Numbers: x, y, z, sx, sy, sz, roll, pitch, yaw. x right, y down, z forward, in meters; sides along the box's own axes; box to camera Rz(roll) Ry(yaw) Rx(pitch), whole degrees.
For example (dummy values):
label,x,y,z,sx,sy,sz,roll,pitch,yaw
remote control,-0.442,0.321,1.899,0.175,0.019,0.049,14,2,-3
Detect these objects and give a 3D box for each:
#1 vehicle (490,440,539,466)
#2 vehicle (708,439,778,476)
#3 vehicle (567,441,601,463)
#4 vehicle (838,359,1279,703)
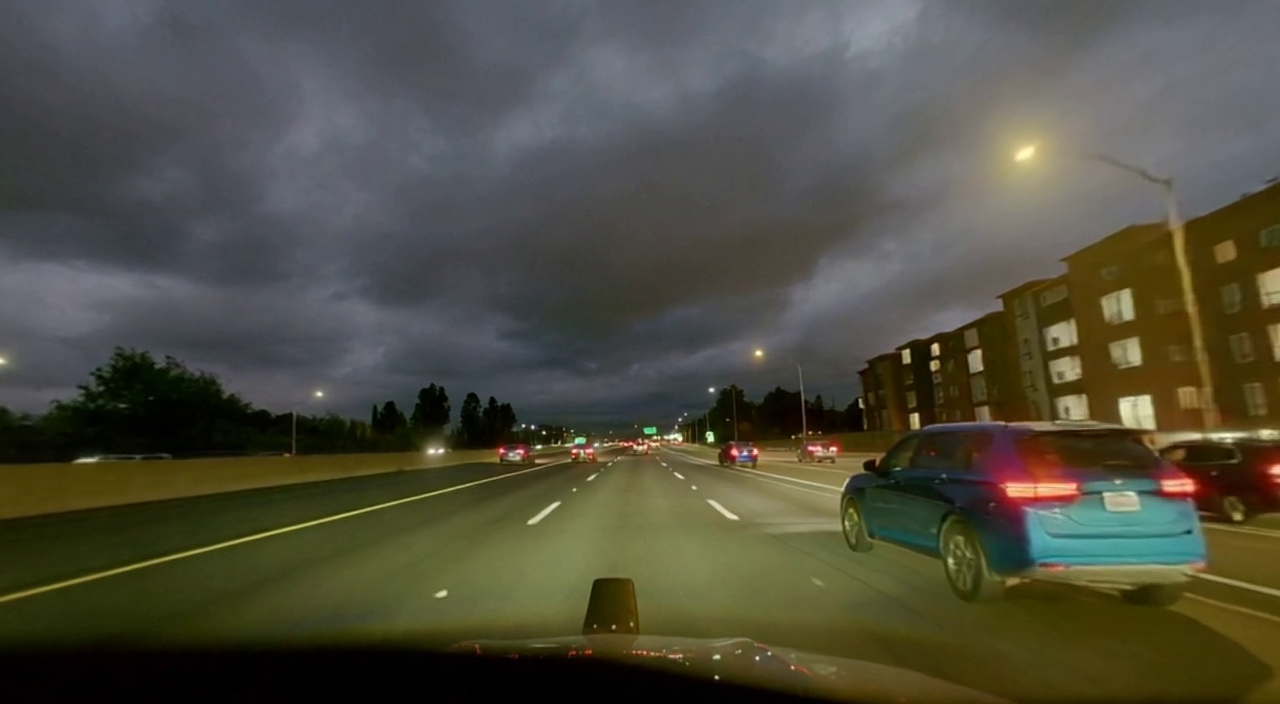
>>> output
label,x,y,z,sx,sy,sz,roll,pitch,yaw
vehicle,-7.572,6.144,38.569,2.021,1.496,4.495,0,-8,1
vehicle,4.338,4.520,27.252,2.061,1.459,4.273,0,-8,-3
vehicle,-3.773,6.824,43.228,2.002,1.466,4.378,0,-8,0
vehicle,3.427,1.188,5.251,2.080,1.694,4.286,0,-8,-1
